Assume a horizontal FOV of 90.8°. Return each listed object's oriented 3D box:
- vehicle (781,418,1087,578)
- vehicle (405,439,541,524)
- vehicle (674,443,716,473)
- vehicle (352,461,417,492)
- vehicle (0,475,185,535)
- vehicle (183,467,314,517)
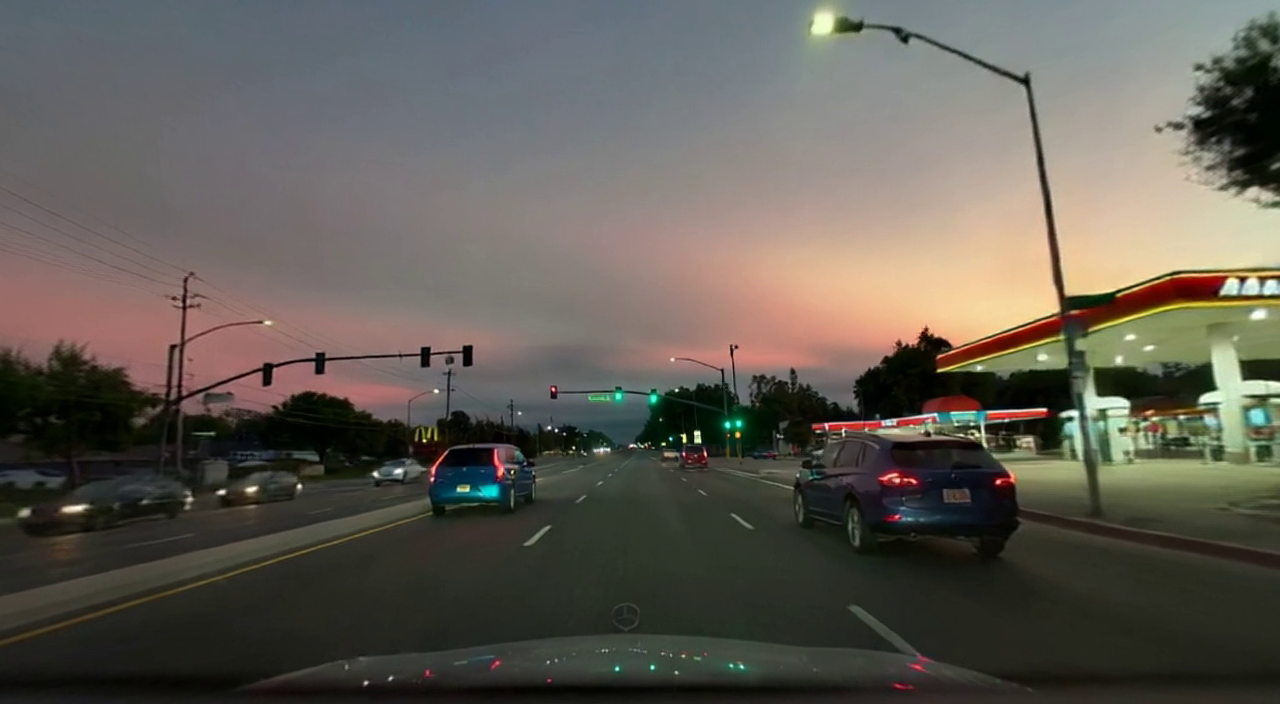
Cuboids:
[{"bbox_3d":[3.600,1.868,8.940,2.085,1.655,4.459,0,-8,-1],"label":"vehicle"},{"bbox_3d":[-3.571,2.814,14.327,1.935,1.617,4.045,0,-8,1],"label":"vehicle"},{"bbox_3d":[3.320,6.494,38.978,2.066,1.699,4.419,0,-8,-1],"label":"vehicle"},{"bbox_3d":[-14.039,6.869,34.988,1.833,1.476,4.117,-1,-8,1],"label":"vehicle"},{"bbox_3d":[-17.679,4.923,20.776,1.968,1.476,4.598,0,-8,0],"label":"vehicle"},{"bbox_3d":[-14.197,5.068,23.286,1.861,1.472,4.543,0,-8,1],"label":"vehicle"}]
